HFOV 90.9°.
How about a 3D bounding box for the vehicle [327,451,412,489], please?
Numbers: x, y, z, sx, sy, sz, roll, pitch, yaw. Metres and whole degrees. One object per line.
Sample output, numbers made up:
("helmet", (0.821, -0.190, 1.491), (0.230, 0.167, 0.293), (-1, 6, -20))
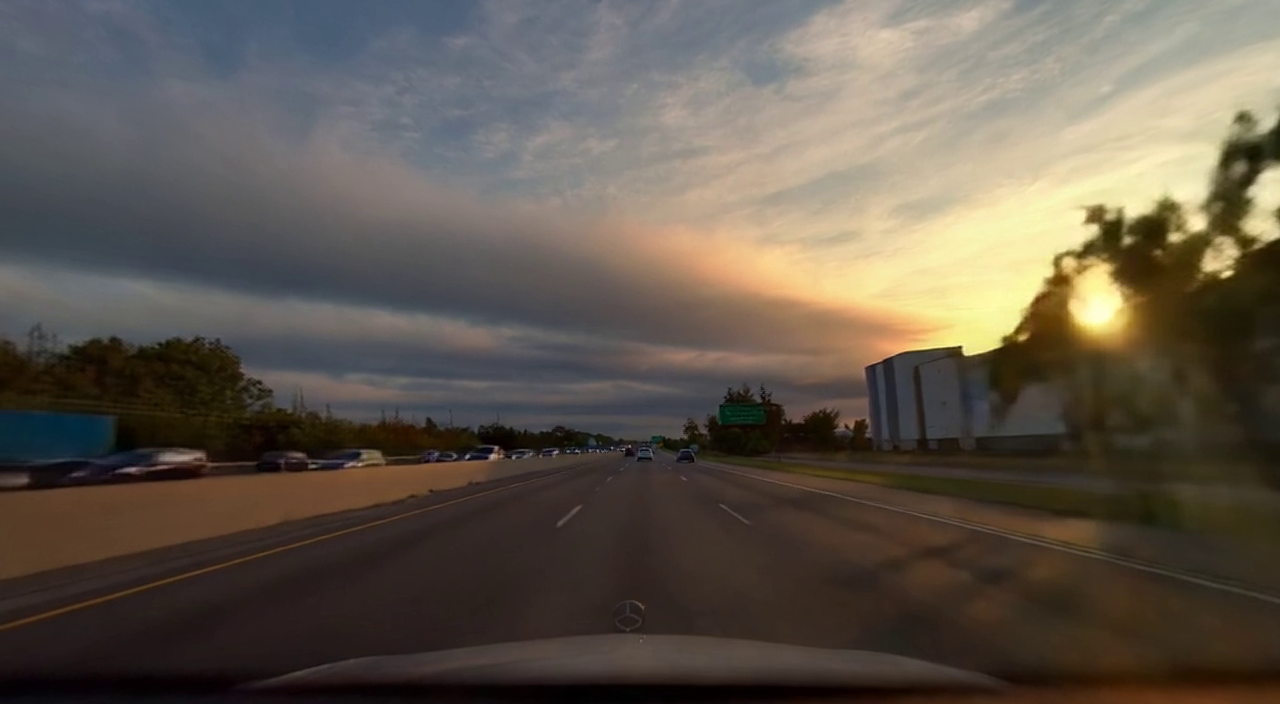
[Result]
("vehicle", (-10.744, 4.690, 25.302), (1.776, 1.385, 3.631), (0, -9, 0))

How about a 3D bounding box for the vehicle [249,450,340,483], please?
("vehicle", (-16.752, 5.559, 30.865), (1.863, 1.478, 4.653), (0, -9, 0))

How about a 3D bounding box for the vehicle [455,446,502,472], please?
("vehicle", (-10.598, 7.045, 41.592), (1.886, 1.568, 4.269), (0, -9, 1))

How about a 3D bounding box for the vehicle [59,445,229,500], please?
("vehicle", (-15.654, 3.809, 20.267), (1.894, 1.553, 4.341), (0, -9, 0))
